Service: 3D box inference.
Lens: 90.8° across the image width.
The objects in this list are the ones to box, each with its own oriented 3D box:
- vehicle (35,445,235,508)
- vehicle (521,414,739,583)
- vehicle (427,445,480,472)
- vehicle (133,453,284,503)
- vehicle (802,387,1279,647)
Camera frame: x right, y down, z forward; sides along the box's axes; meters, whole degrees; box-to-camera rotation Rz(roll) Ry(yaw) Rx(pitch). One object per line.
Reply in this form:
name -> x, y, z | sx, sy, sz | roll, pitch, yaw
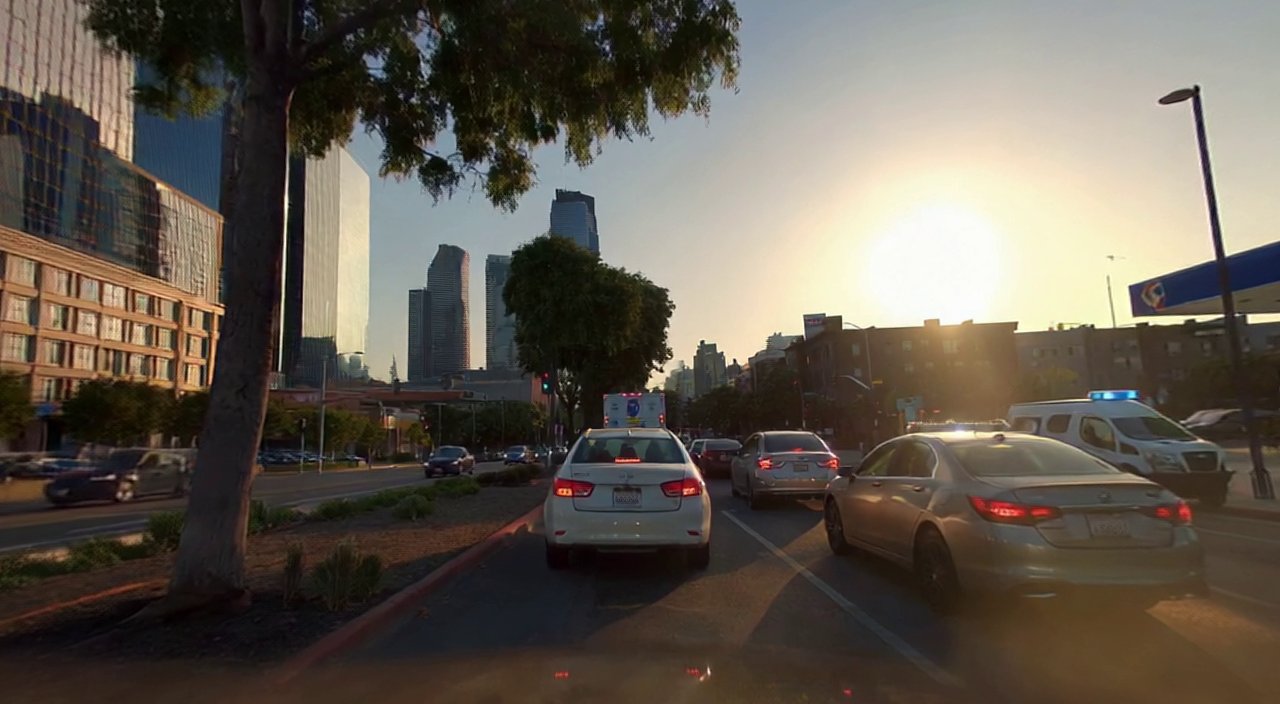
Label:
vehicle -> -17.843, 4.371, 22.921 | 2.325, 1.938, 5.913 | 0, -9, 0
vehicle -> -0.140, 1.695, 8.040 | 2.106, 1.613, 3.697 | 0, -9, -1
vehicle -> -11.410, 6.508, 38.925 | 1.955, 1.546, 4.232 | -1, -9, 1
vehicle -> -14.782, 4.300, 22.039 | 2.011, 1.465, 4.528 | -1, -9, 1
vehicle -> 3.366, 1.412, 6.471 | 2.056, 1.700, 4.399 | 0, -9, -3
